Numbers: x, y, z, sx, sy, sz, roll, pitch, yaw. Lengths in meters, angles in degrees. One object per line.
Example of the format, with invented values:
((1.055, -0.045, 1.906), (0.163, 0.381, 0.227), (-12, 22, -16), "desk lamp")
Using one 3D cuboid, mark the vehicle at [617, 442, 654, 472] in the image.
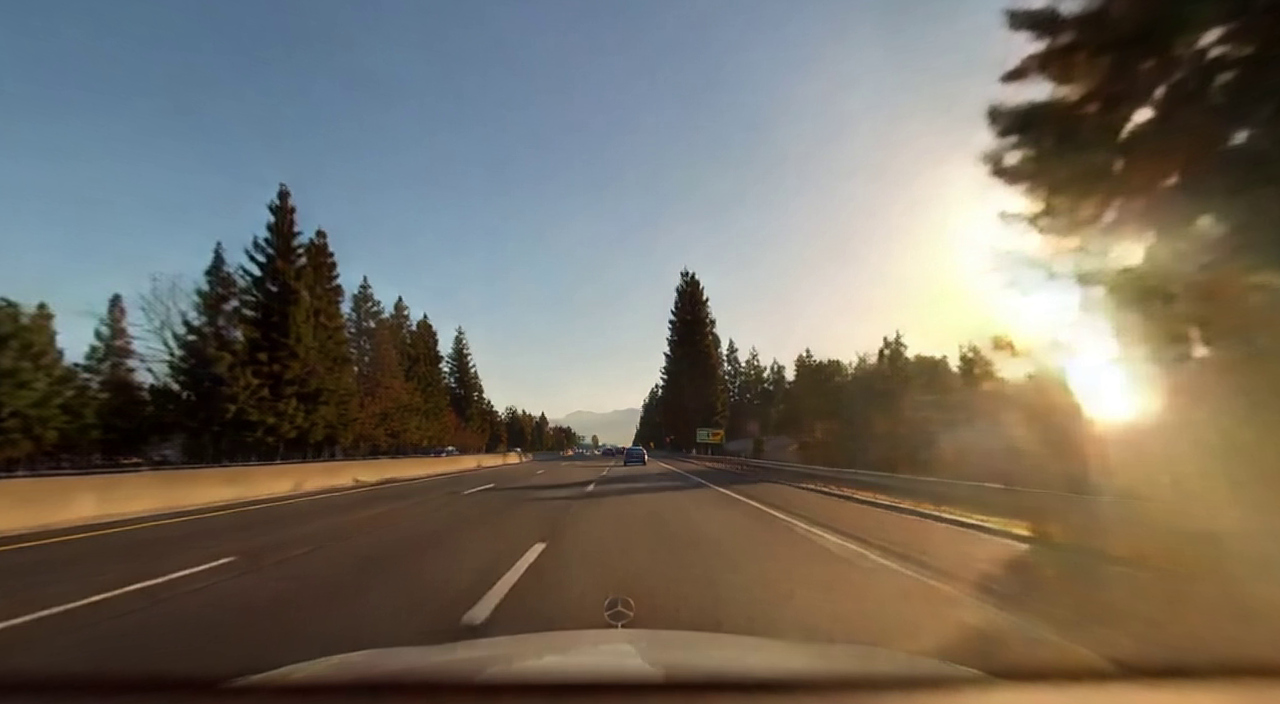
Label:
((-0.285, 6.451, 38.818), (2.120, 1.715, 4.153), (0, -9, -1), "vehicle")
